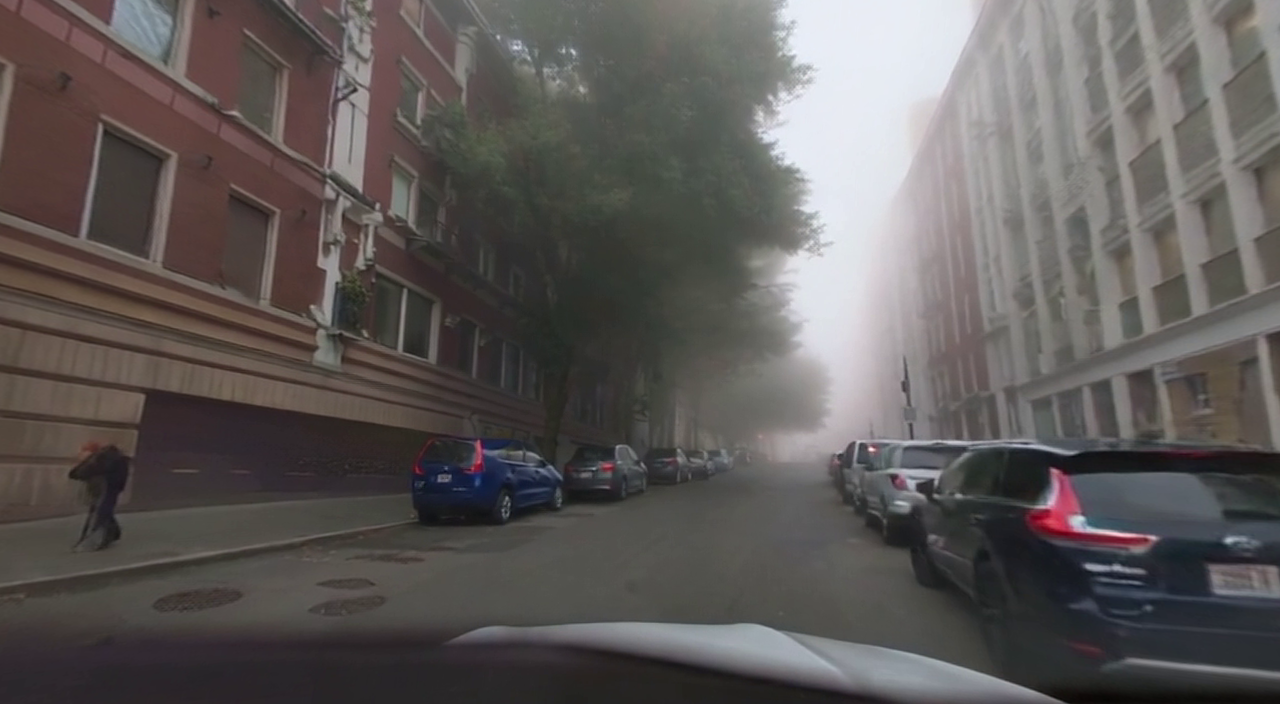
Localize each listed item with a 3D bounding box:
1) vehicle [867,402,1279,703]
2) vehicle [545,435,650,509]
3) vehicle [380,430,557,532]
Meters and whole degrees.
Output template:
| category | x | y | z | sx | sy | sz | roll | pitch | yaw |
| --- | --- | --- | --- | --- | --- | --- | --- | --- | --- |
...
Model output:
| category | x | y | z | sx | sy | sz | roll | pitch | yaw |
| --- | --- | --- | --- | --- | --- | --- | --- | --- | --- |
| vehicle | 2.874 | 1.211 | 4.277 | 1.925 | 1.481 | 4.653 | -2 | -8 | 13 |
| vehicle | -1.048 | 3.243 | 17.673 | 1.867 | 1.519 | 3.920 | 0 | -4 | 13 |
| vehicle | -2.940 | 2.213 | 11.461 | 1.875 | 1.564 | 2.982 | -2 | -7 | 13 |
